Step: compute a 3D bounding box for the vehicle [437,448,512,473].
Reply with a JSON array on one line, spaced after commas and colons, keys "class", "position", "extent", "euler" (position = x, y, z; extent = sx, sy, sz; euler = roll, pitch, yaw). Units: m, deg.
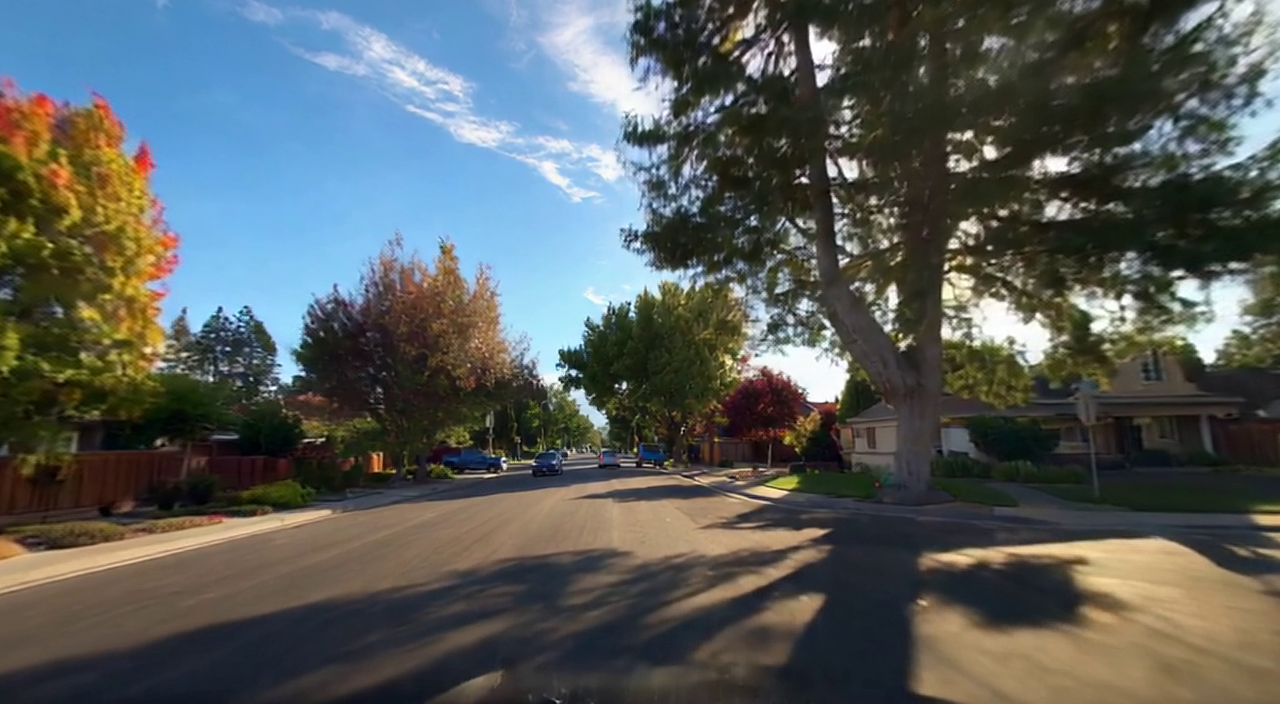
[{"class": "vehicle", "position": [-12.158, 7.996, 46.645], "extent": [4.947, 1.769, 2.023], "euler": [0, -8, -2]}]

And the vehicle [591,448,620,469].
[{"class": "vehicle", "position": [-2.555, 7.852, 46.762], "extent": [2.064, 1.477, 3.968], "euler": [0, -8, -3]}]

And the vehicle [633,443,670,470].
[{"class": "vehicle", "position": [0.776, 7.922, 48.292], "extent": [2.394, 1.901, 5.759], "euler": [0, -8, -4]}]

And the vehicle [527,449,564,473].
[{"class": "vehicle", "position": [-6.326, 7.358, 42.811], "extent": [1.926, 1.513, 4.236], "euler": [0, -8, -1]}]
